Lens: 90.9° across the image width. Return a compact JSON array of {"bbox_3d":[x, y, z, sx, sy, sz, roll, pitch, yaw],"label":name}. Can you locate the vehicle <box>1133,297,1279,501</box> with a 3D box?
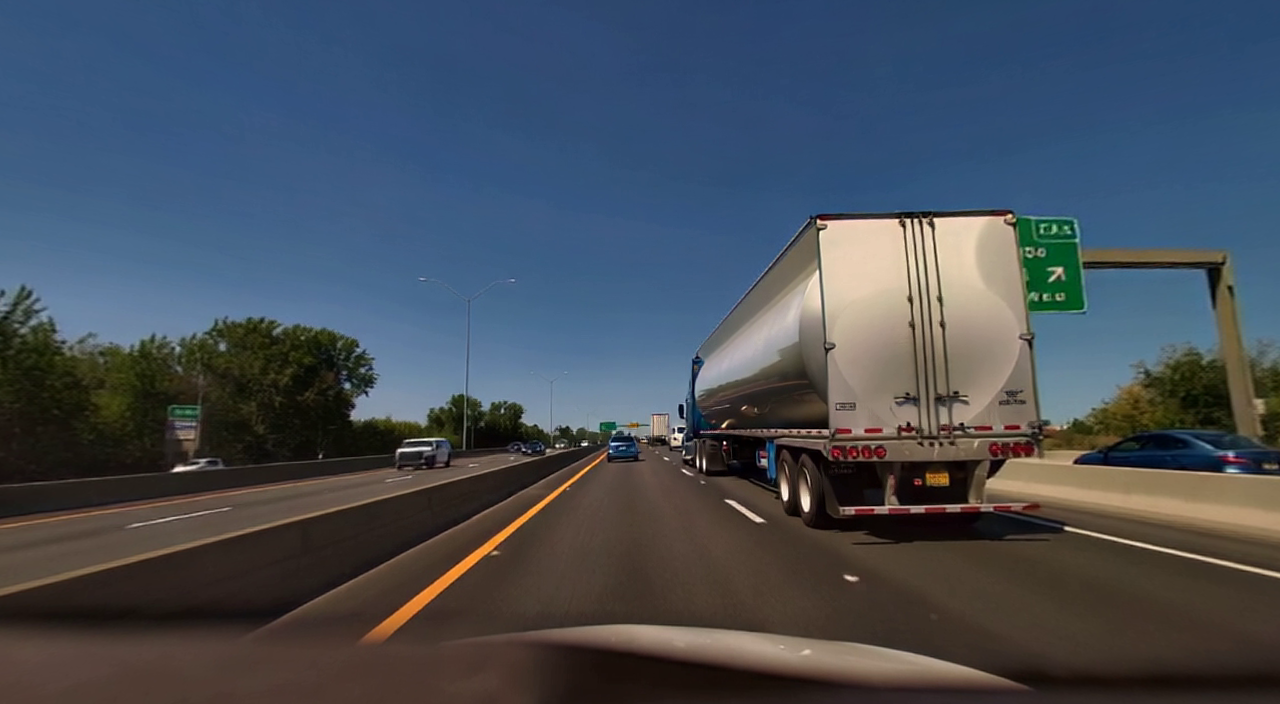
[{"bbox_3d":[14.588,0.729,11.255,2.878,4.124,10.050,0,-8,-4],"label":"vehicle"}]

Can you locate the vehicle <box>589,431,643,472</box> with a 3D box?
[{"bbox_3d":[-0.922,3.973,25.375,2.000,1.510,3.518,0,-8,-1],"label":"vehicle"}]

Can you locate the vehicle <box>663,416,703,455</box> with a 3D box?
[{"bbox_3d":[3.200,6.345,47.890,2.475,2.782,4.986,0,-8,-3],"label":"vehicle"}]

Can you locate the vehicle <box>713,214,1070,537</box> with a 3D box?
[{"bbox_3d":[3.522,0.850,12.228,2.826,3.905,9.262,0,-8,-2],"label":"vehicle"}]

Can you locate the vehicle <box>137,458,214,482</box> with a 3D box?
[{"bbox_3d":[-35.134,8.888,47.759,1.846,1.553,4.238,-5,-9,34],"label":"vehicle"}]

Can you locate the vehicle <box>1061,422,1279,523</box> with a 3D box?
[{"bbox_3d":[9.855,2.053,11.349,1.739,1.471,3.889,0,-8,-2],"label":"vehicle"}]

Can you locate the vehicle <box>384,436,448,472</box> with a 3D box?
[{"bbox_3d":[-12.930,5.891,36.789,2.065,1.948,4.720,0,-8,-1],"label":"vehicle"}]
